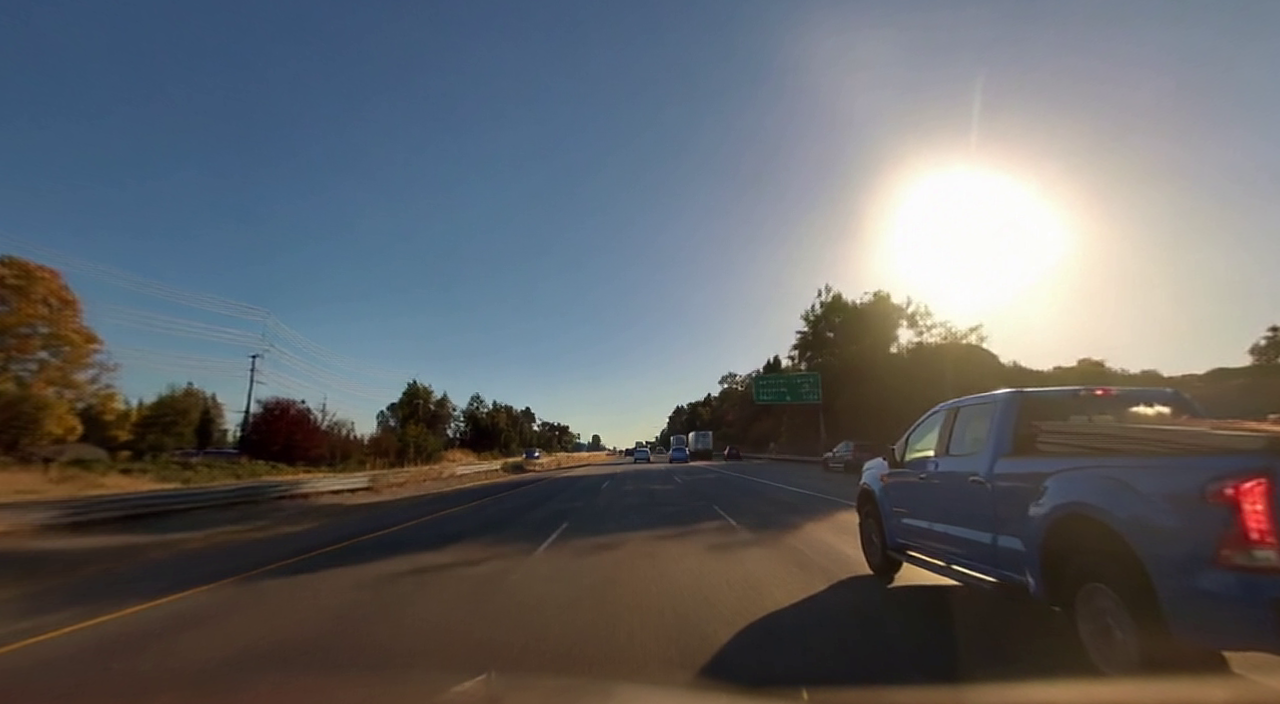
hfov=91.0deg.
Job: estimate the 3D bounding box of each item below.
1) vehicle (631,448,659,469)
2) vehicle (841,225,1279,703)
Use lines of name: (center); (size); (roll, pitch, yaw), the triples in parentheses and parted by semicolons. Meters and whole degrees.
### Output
vehicle: (0.349, 8.098, 48.077); (2.030, 1.473, 3.926); (0, -9, 0)
vehicle: (3.546, 0.917, 4.493); (2.354, 2.079, 5.586); (0, -9, 0)
